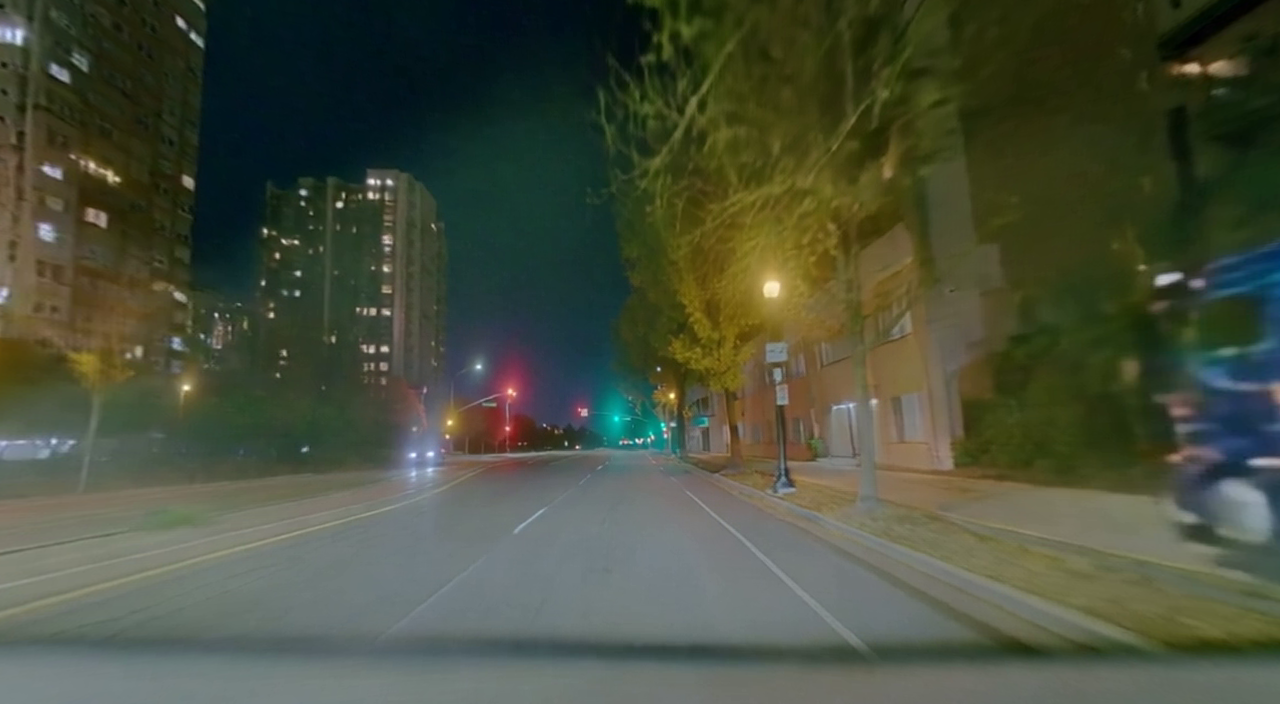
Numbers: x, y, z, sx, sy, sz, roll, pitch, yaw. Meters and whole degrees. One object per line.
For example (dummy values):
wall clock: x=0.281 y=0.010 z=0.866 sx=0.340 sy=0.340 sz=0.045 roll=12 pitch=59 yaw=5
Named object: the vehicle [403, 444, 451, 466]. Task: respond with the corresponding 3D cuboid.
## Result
vehicle: x=-15.225 y=7.392 z=45.454 sx=1.898 sy=1.469 sz=4.577 roll=0 pitch=-9 yaw=0
